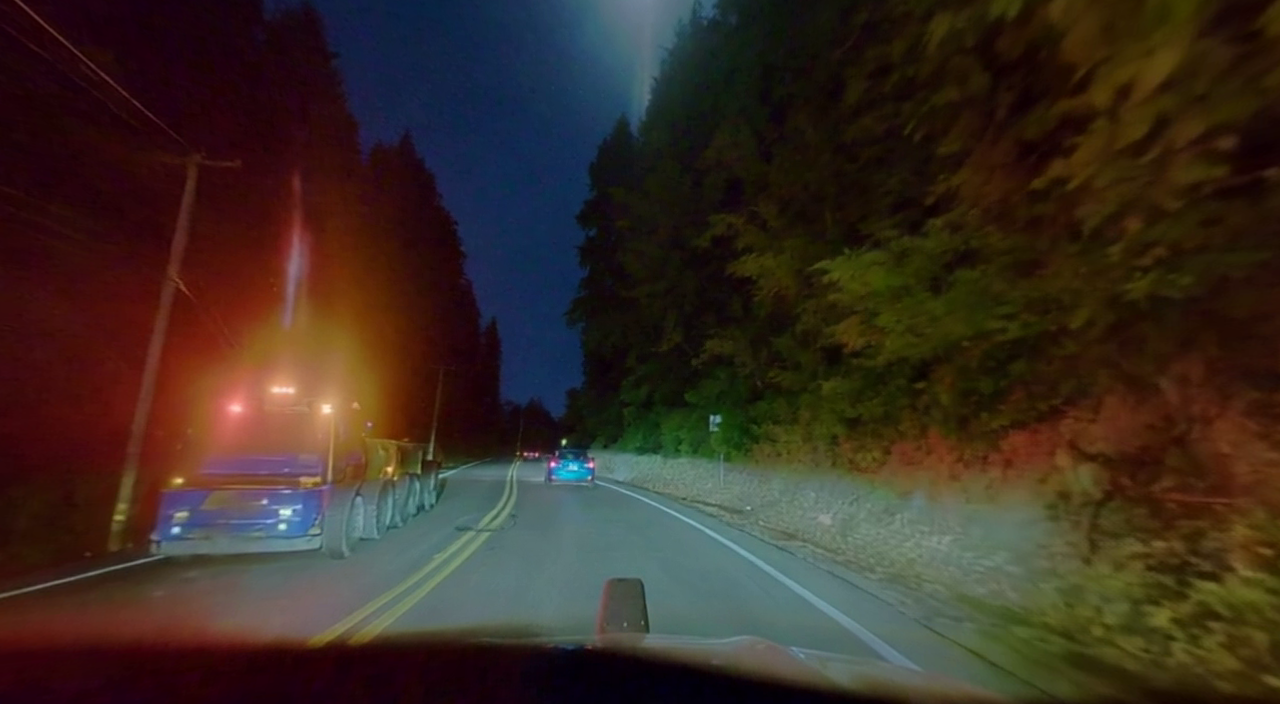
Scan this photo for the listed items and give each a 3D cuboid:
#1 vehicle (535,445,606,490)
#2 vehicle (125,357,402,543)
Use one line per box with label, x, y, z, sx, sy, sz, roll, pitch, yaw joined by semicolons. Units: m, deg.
vehicle;-2.692;4.223;23.459;2.259;1.503;4.075;2;-9;-11
vehicle;-6.060;1.661;10.965;2.257;2.597;4.069;0;-9;-2
